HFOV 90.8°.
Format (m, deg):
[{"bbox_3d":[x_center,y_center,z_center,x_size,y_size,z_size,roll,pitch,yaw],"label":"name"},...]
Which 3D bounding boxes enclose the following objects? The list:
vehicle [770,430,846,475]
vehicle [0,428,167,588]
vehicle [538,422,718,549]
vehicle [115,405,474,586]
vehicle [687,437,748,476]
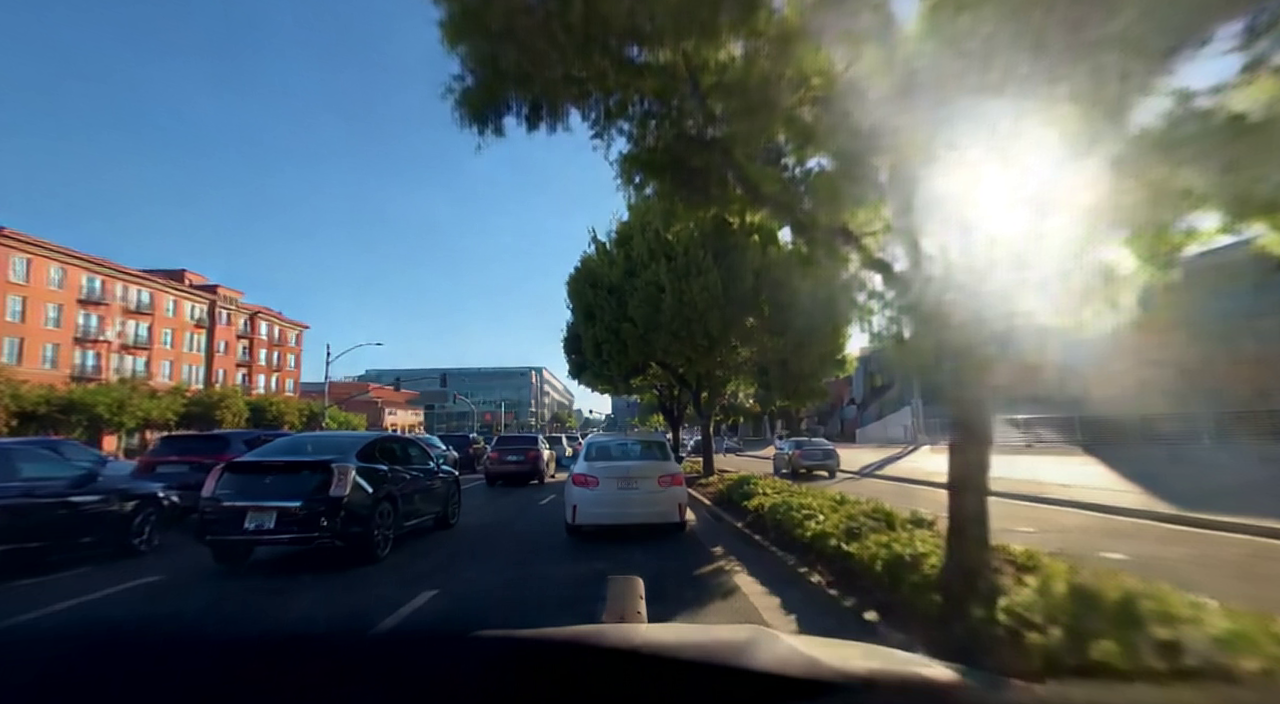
[{"bbox_3d":[6.772,4.101,25.932,1.889,1.681,4.120,0,-9,-1],"label":"vehicle"},{"bbox_3d":[-6.913,1.475,5.939,1.748,1.485,4.090,0,-9,0],"label":"vehicle"},{"bbox_3d":[-0.177,1.916,9.741,2.161,1.501,4.184,0,-9,-1],"label":"vehicle"},{"bbox_3d":[-3.720,1.627,7.980,2.009,1.619,4.376,0,-9,1],"label":"vehicle"},{"bbox_3d":[3.144,4.338,26.498,1.905,1.473,4.183,0,-9,-2],"label":"vehicle"}]
